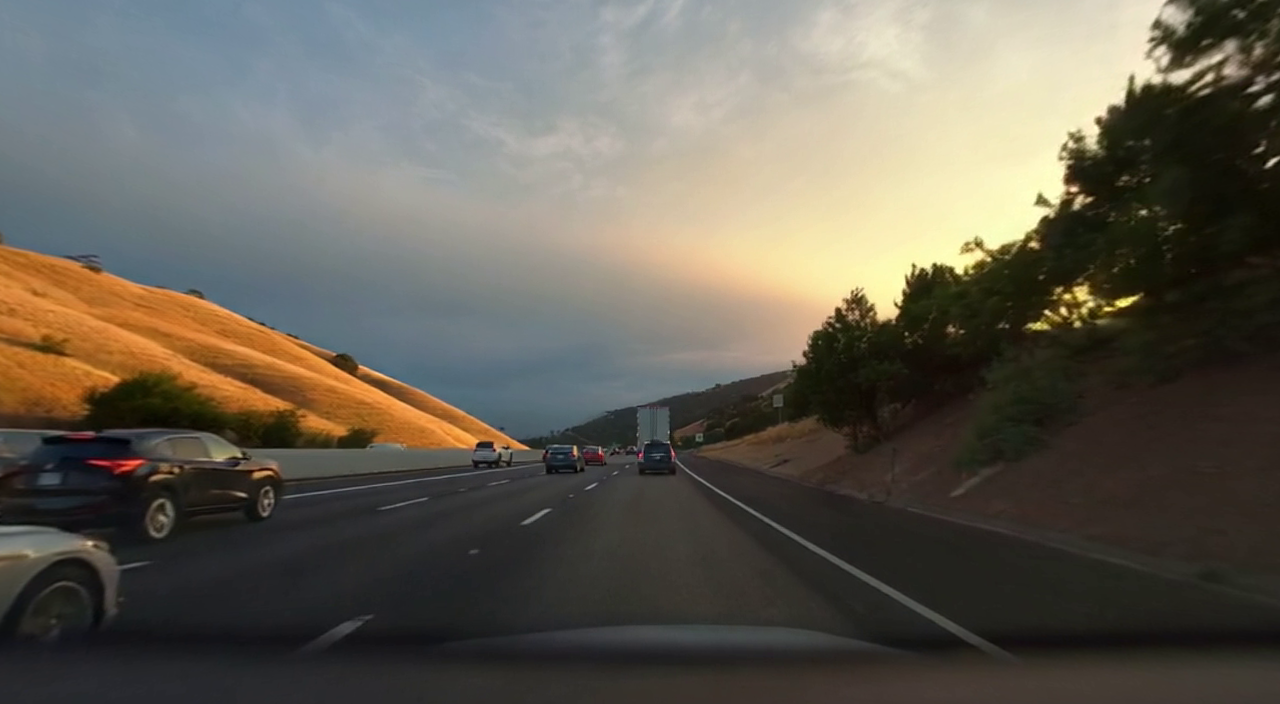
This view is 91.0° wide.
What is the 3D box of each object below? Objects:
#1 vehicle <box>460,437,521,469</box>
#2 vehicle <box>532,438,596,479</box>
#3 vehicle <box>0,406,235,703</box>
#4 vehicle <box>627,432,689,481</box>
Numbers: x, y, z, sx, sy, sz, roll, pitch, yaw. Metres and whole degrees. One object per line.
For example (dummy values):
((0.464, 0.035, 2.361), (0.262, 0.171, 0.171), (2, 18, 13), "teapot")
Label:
((-10.251, 6.971, 43.791), (2.421, 2.025, 6.236), (0, -9, 2), "vehicle")
((-3.336, 4.777, 28.479), (2.155, 1.661, 4.477), (0, -9, 2), "vehicle")
((-3.870, 0.863, 2.121), (1.943, 1.468, 4.547), (1, -9, 0), "vehicle")
((0.711, 4.238, 25.720), (2.281, 1.795, 4.297), (1, -9, 1), "vehicle")
